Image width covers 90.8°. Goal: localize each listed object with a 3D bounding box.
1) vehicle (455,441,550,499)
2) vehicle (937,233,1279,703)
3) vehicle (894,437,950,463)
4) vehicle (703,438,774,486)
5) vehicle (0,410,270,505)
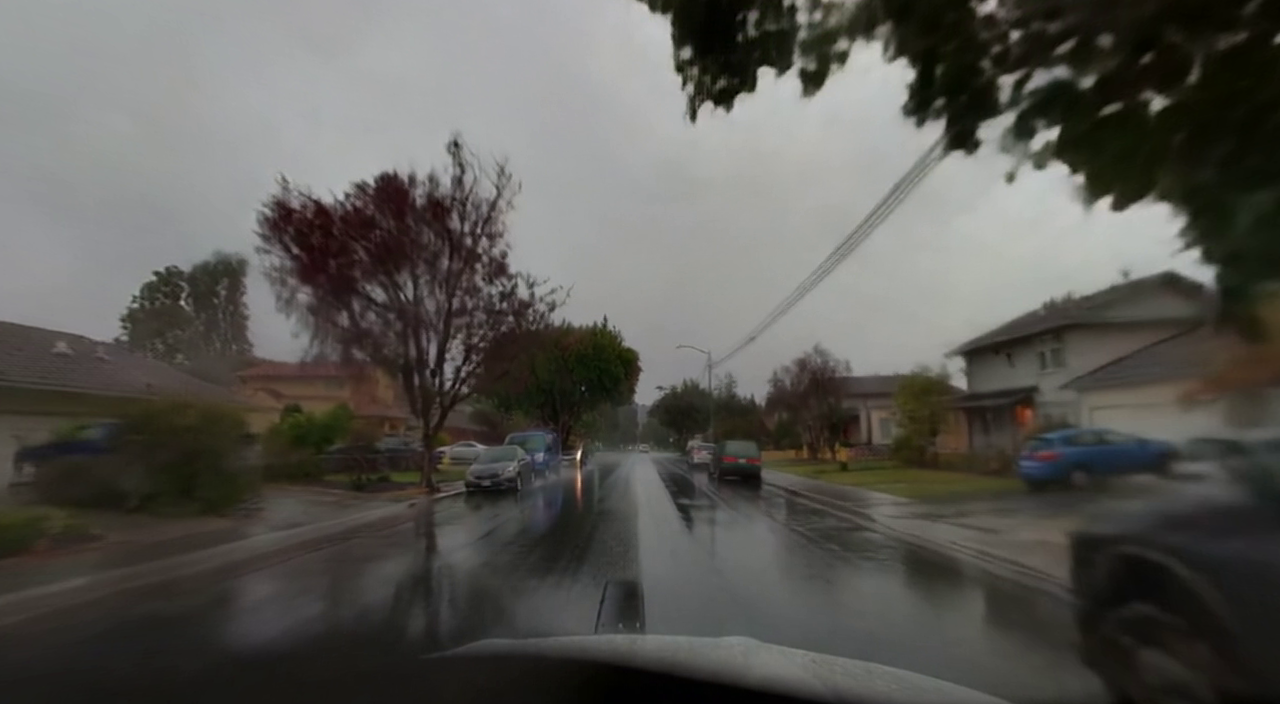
[{"bbox_3d":[-4.575,3.962,21.800,2.116,1.659,4.832,-2,-8,1],"label":"vehicle"},{"bbox_3d":[3.597,0.540,1.241,2.744,2.152,6.605,1,-9,-1],"label":"vehicle"},{"bbox_3d":[19.450,6.786,43.793,2.086,1.658,4.154,0,-9,2],"label":"vehicle"},{"bbox_3d":[4.126,4.743,27.578,2.152,1.810,5.846,1,-9,0],"label":"vehicle"},{"bbox_3d":[-12.490,2.462,15.009,5.716,2.001,2.535,1,-8,0],"label":"vehicle"}]
